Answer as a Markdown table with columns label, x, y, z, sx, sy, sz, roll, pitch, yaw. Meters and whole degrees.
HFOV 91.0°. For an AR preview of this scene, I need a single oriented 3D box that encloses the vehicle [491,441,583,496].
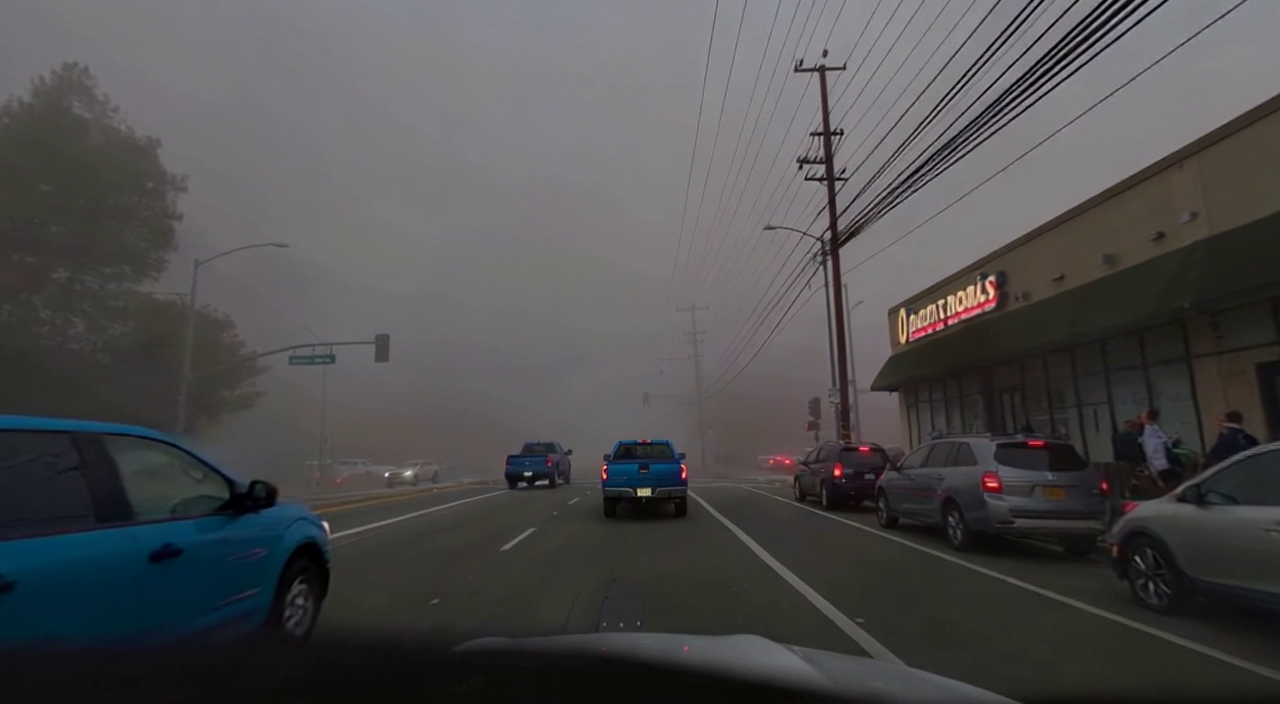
| label | x | y | z | sx | sy | sz | roll | pitch | yaw |
| --- | --- | --- | --- | --- | --- | --- | --- | --- | --- |
| vehicle | -3.634 | 4.233 | 23.296 | 2.140 | 1.768 | 5.092 | 0 | -9 | 5 |

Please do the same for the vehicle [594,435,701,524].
| label | x | y | z | sx | sy | sz | roll | pitch | yaw |
| --- | --- | --- | --- | --- | --- | --- | --- | --- | --- |
| vehicle | 0.250 | 2.860 | 14.713 | 2.089 | 1.699 | 4.650 | 0 | -9 | 3 |

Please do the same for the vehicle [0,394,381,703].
| label | x | y | z | sx | sy | sz | roll | pitch | yaw |
| --- | --- | --- | --- | --- | --- | --- | --- | --- | --- |
| vehicle | -3.184 | 1.007 | 2.705 | 1.995 | 1.554 | 4.618 | 0 | -9 | 3 |

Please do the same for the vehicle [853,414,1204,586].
| label | x | y | z | sx | sy | sz | roll | pitch | yaw |
| --- | --- | --- | --- | --- | --- | --- | --- | --- | --- |
| vehicle | 4.924 | 1.930 | 9.134 | 2.007 | 1.786 | 4.870 | 0 | -9 | 1 |

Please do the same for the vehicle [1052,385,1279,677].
| label | x | y | z | sx | sy | sz | roll | pitch | yaw |
| --- | --- | --- | --- | --- | --- | --- | --- | --- | --- |
| vehicle | 4.905 | 1.055 | 3.582 | 2.014 | 1.755 | 4.520 | 0 | -9 | 0 |
